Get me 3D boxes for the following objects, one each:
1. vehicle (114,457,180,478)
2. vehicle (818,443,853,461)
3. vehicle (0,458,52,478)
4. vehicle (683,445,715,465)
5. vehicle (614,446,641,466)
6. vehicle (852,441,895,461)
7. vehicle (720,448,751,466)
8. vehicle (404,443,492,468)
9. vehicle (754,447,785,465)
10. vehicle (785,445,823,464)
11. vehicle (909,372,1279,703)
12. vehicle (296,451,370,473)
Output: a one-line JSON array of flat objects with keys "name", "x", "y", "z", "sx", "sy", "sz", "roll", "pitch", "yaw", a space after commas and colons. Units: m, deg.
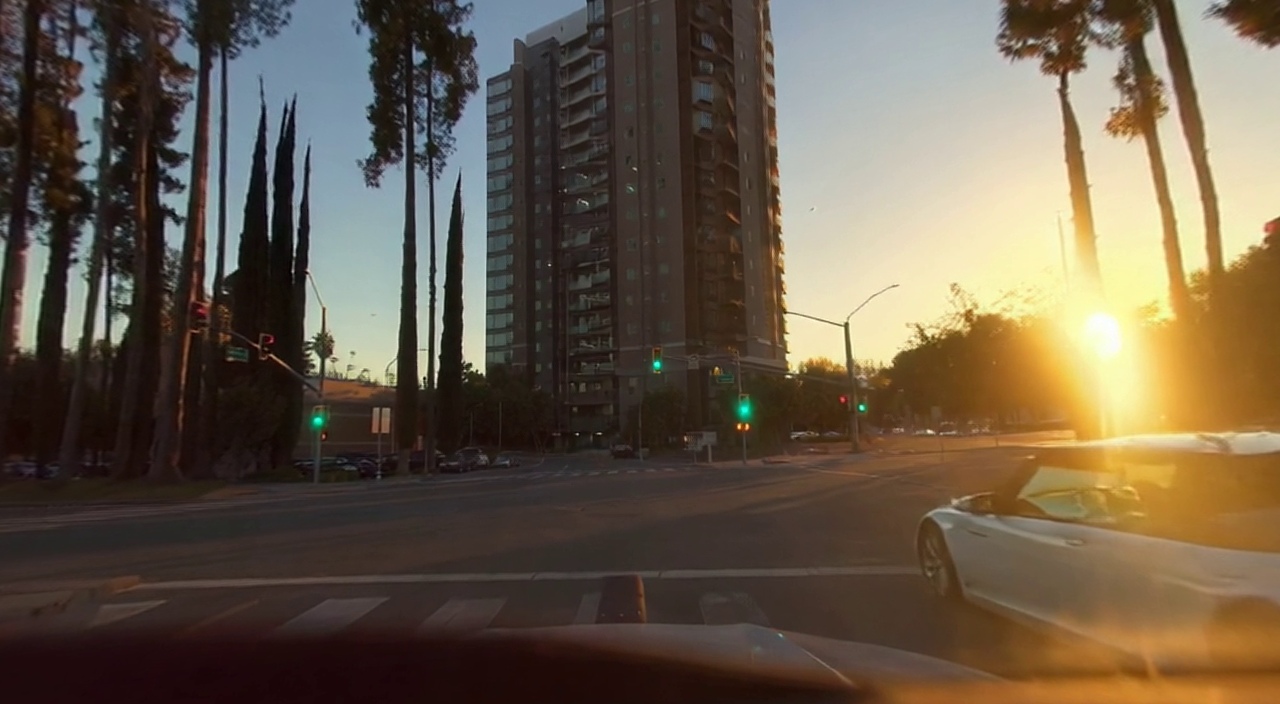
[{"name": "vehicle", "x": -36.307, "y": 8.494, "z": 46.617, "sx": 1.709, "sy": 1.410, "sz": 3.945, "roll": 0, "pitch": -9, "yaw": -1}, {"name": "vehicle", "x": 15.223, "y": 7.823, "z": 49.380, "sx": 1.704, "sy": 1.365, "sz": 3.315, "roll": 0, "pitch": -9, "yaw": 1}, {"name": "vehicle", "x": -46.217, "y": 8.613, "z": 47.066, "sx": 1.627, "sy": 1.392, "sz": 3.330, "roll": 0, "pitch": -9, "yaw": -1}, {"name": "vehicle", "x": 4.507, "y": 7.978, "z": 49.144, "sx": 1.983, "sy": 1.453, "sz": 4.180, "roll": 0, "pitch": -9, "yaw": -1}, {"name": "vehicle", "x": -1.000, "y": 8.113, "z": 49.384, "sx": 2.024, "sy": 1.489, "sz": 4.613, "roll": 0, "pitch": -9, "yaw": -1}, {"name": "vehicle", "x": 18.076, "y": 7.686, "z": 48.955, "sx": 1.970, "sy": 1.449, "sz": 3.604, "roll": 0, "pitch": -9, "yaw": 1}, {"name": "vehicle", "x": 7.443, "y": 8.185, "z": 49.472, "sx": 1.889, "sy": 1.358, "sz": 3.751, "roll": 0, "pitch": -9, "yaw": 0}, {"name": "vehicle", "x": -14.675, "y": 7.916, "z": 48.441, "sx": 6.021, "sy": 1.868, "sz": 2.172, "roll": 0, "pitch": -9, "yaw": 1}, {"name": "vehicle", "x": 10.044, "y": 8.067, "z": 49.181, "sx": 1.692, "sy": 1.343, "sz": 3.352, "roll": 0, "pitch": -9, "yaw": -1}, {"name": "vehicle", "x": 12.748, "y": 7.982, "z": 49.268, "sx": 2.006, "sy": 1.371, "sz": 3.426, "roll": 0, "pitch": -9, "yaw": 0}, {"name": "vehicle", "x": 3.324, "y": 1.000, "z": 3.326, "sx": 1.903, "sy": 1.529, "sz": 4.254, "roll": 0, "pitch": -9, "yaw": 0}, {"name": "vehicle", "x": -21.670, "y": 7.792, "z": 44.713, "sx": 4.207, "sy": 1.508, "sz": 1.875, "roll": 0, "pitch": -9, "yaw": 2}]
